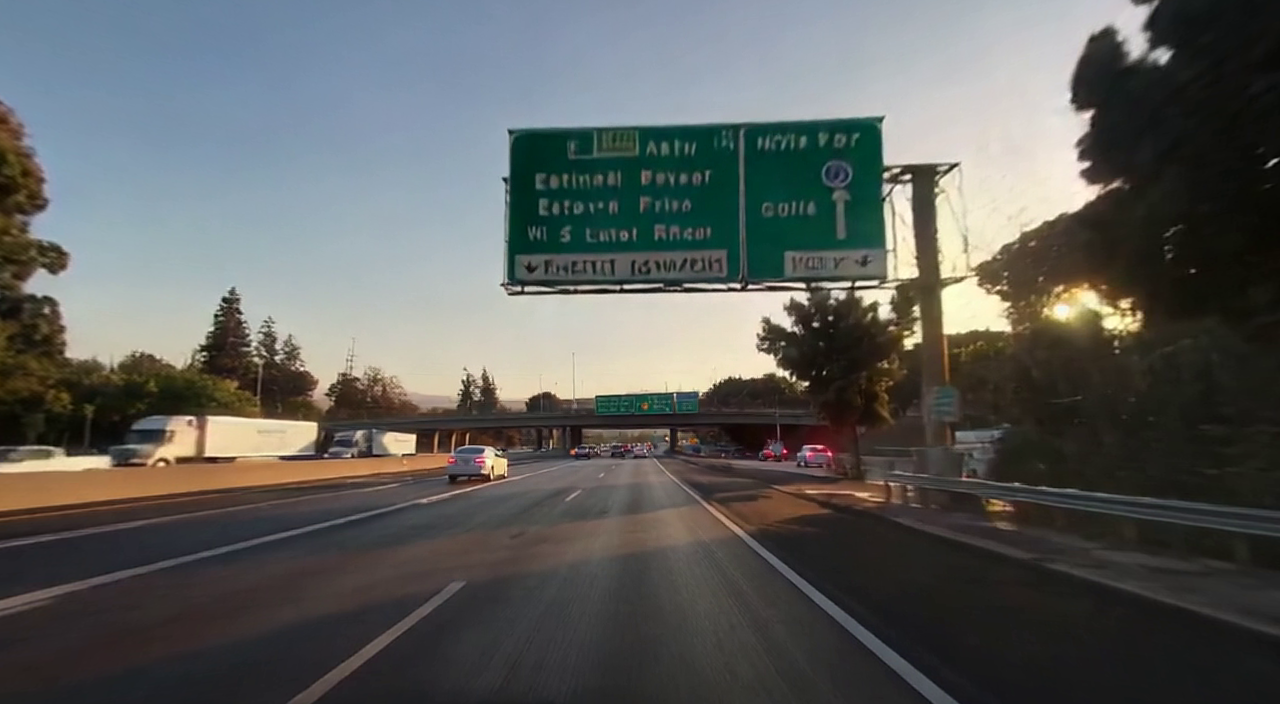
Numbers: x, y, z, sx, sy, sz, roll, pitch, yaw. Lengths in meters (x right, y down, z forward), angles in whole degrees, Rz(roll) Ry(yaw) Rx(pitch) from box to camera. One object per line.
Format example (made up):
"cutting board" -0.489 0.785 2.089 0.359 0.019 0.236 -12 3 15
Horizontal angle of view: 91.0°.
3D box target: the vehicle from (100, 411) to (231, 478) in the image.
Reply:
"vehicle" -31.749 6.260 42.620 3.220 4.166 6.903 0 -9 1

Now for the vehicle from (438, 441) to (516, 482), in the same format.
"vehicle" -6.481 4.408 25.593 1.985 1.513 4.172 0 -9 1

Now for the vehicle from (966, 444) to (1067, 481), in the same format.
"vehicle" 17.732 5.198 29.966 2.012 1.601 4.565 0 -8 0
